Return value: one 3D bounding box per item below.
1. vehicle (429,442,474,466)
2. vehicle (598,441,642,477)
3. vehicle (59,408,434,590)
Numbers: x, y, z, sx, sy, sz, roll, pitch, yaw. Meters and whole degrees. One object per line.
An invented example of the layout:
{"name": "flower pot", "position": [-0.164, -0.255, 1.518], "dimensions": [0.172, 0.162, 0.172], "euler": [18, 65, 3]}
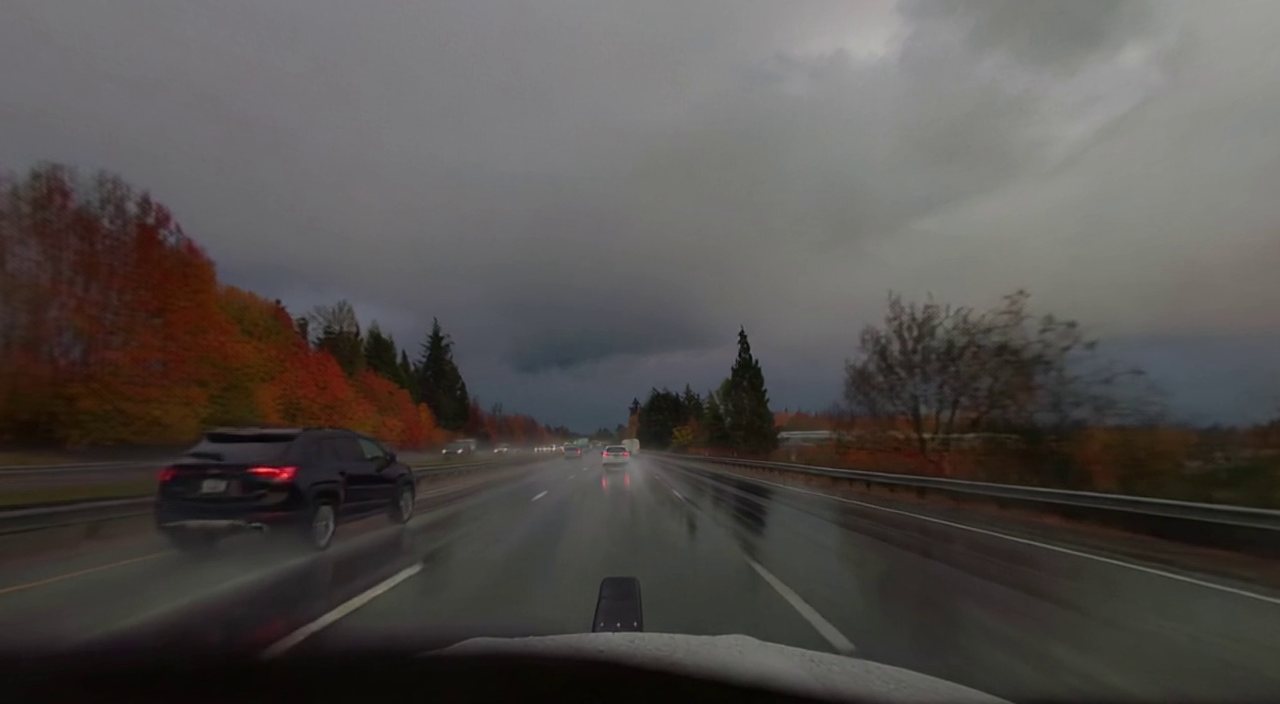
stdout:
{"name": "vehicle", "position": [-13.893, 7.543, 46.480], "dimensions": [2.045, 1.647, 4.454], "euler": [0, -9, -1]}
{"name": "vehicle", "position": [-1.010, 5.391, 31.783], "dimensions": [2.115, 1.661, 4.049], "euler": [0, -9, -2]}
{"name": "vehicle", "position": [-4.500, 1.756, 8.344], "dimensions": [1.974, 1.688, 4.727], "euler": [0, -9, -1]}
